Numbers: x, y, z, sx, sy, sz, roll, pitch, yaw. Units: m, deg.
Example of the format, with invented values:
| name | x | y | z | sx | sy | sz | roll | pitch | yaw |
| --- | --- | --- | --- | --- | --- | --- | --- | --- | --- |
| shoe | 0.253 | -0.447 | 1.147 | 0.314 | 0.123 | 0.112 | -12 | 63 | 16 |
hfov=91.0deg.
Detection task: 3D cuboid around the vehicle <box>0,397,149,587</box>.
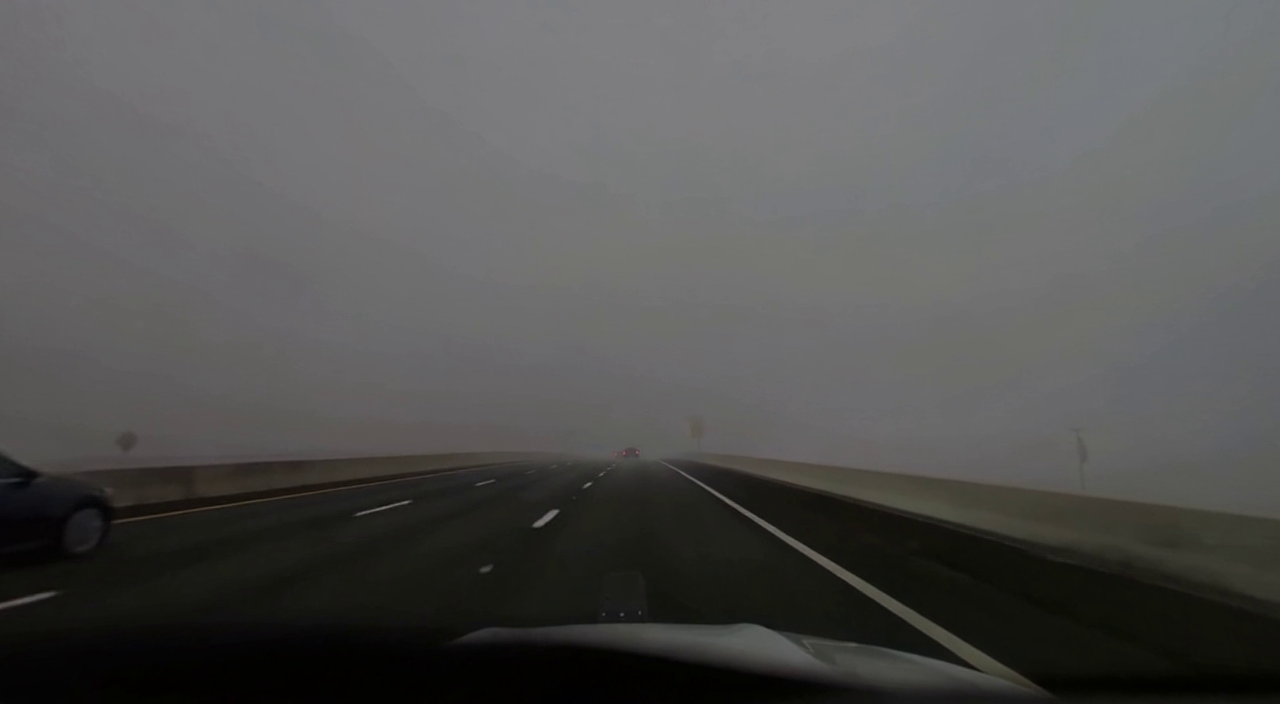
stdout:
| name | x | y | z | sx | sy | sz | roll | pitch | yaw |
| --- | --- | --- | --- | --- | --- | --- | --- | --- | --- |
| vehicle | -6.831 | 1.146 | 4.930 | 2.109 | 1.692 | 4.712 | 0 | -9 | 0 |
